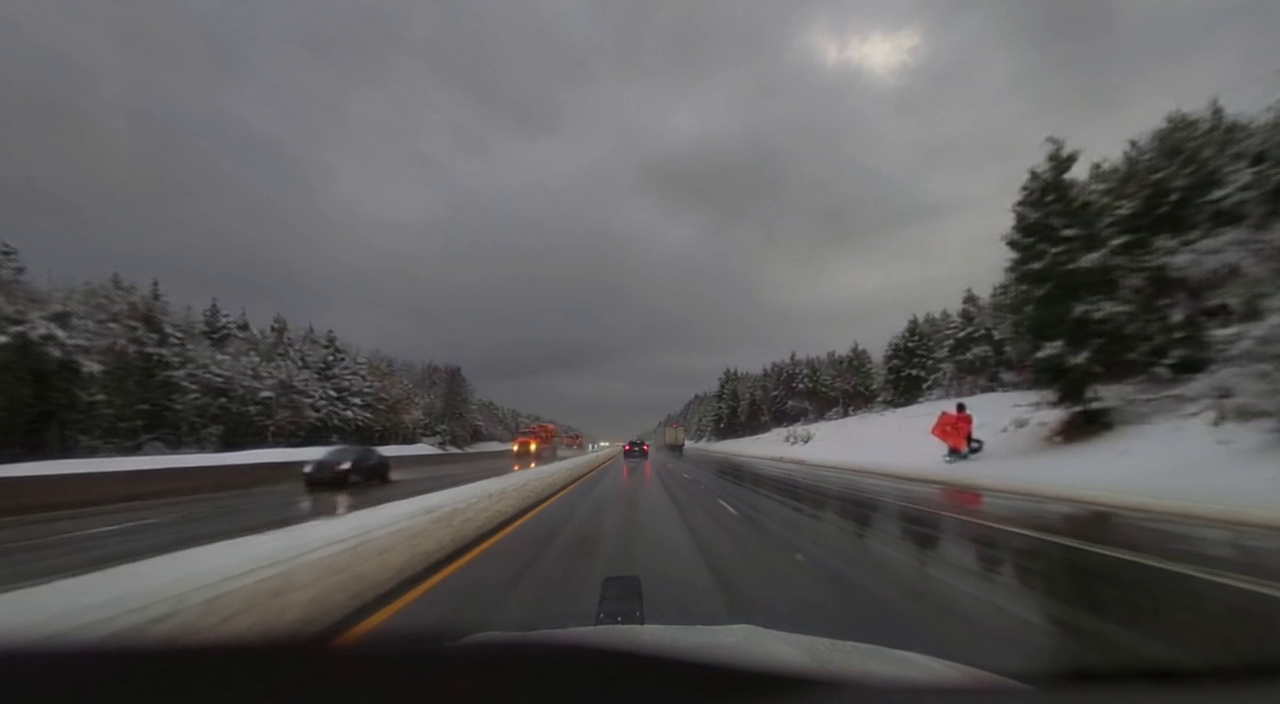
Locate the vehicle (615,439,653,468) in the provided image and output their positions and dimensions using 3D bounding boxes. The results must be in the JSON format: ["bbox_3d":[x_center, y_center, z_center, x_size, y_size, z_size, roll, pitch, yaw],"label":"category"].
[{"bbox_3d":[-0.329,5.658,35.288,2.004,1.472,4.075,0,-8,0],"label":"vehicle"}]

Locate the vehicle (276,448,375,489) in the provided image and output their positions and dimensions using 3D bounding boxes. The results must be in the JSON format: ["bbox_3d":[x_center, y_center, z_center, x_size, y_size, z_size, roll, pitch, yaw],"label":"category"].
[{"bbox_3d":[-12.914,4.771,26.131,1.971,1.494,4.109,-1,-8,0],"label":"vehicle"}]
